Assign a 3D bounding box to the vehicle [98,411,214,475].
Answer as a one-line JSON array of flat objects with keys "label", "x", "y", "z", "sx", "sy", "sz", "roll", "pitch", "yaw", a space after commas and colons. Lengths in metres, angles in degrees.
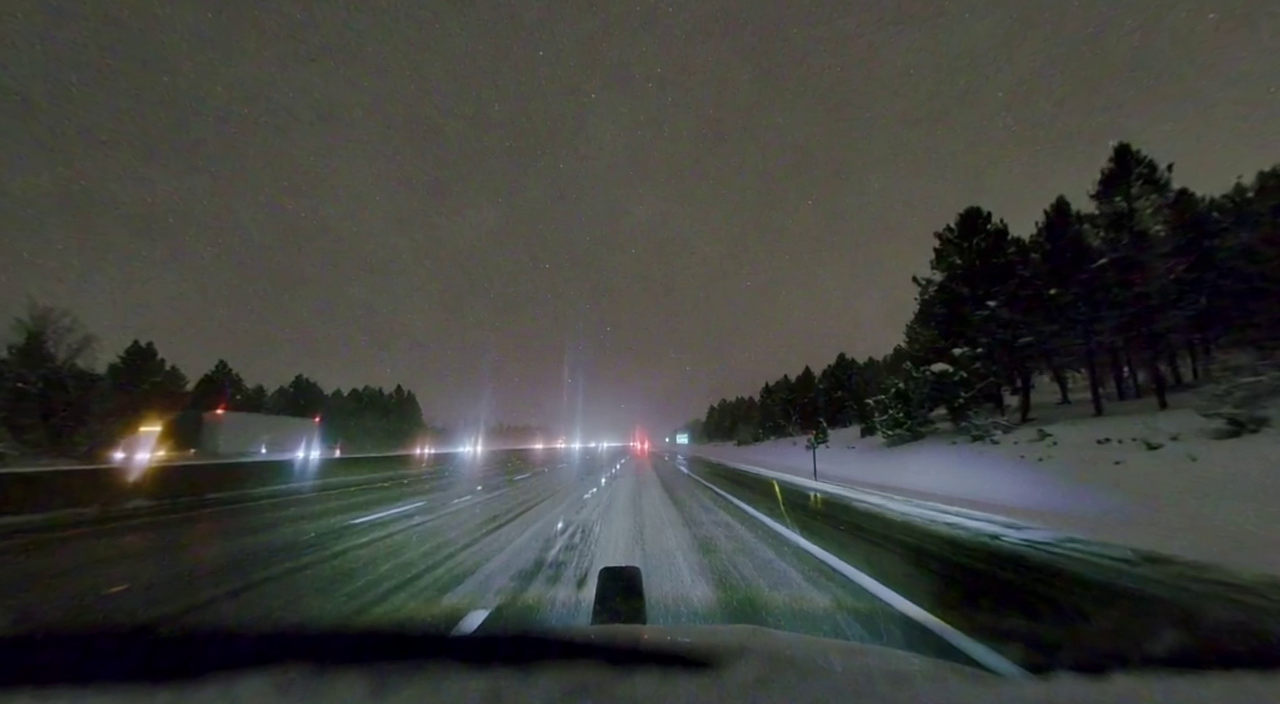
[{"label": "vehicle", "x": -31.996, "y": 6.070, "z": 41.955, "sx": 2.962, "sy": 3.978, "sz": 5.736, "roll": 0, "pitch": -9, "yaw": -1}]
